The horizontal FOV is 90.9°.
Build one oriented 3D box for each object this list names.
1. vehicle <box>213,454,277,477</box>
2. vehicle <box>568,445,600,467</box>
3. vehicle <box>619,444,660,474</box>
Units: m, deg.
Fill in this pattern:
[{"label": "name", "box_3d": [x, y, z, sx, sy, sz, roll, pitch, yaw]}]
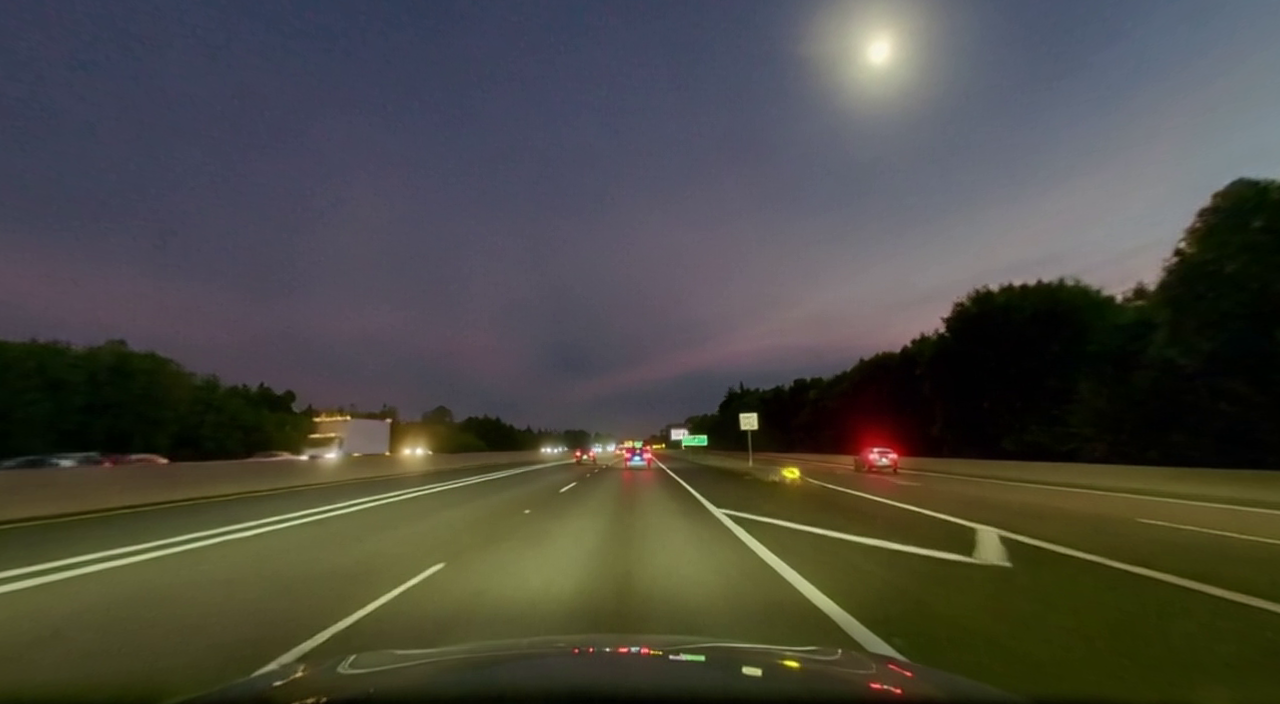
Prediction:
[{"label": "vehicle", "box_3d": [-27.845, 7.981, 44.578, 1.904, 1.509, 4.165, 0, -9, -2]}, {"label": "vehicle", "box_3d": [-3.988, 7.486, 45.547, 1.877, 1.504, 3.799, 0, -9, 1]}, {"label": "vehicle", "box_3d": [-0.043, 5.473, 32.369, 2.002, 1.449, 3.612, 0, -9, -1]}]
